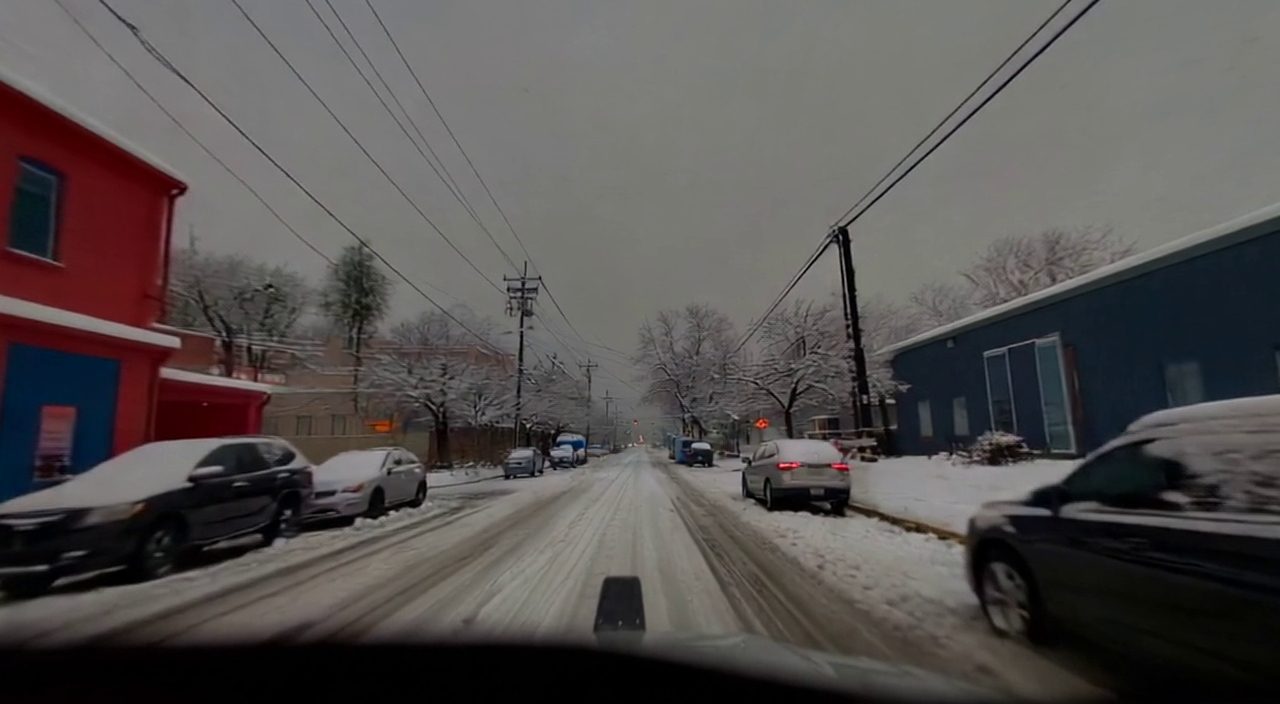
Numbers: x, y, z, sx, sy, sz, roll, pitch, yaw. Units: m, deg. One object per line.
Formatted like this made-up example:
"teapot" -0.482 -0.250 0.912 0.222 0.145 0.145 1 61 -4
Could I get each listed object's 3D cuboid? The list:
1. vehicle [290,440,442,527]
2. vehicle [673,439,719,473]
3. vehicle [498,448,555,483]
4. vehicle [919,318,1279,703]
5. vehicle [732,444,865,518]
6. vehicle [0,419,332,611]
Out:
"vehicle" -6.289 3.033 15.059 1.906 1.623 4.057 -4 -9 -2
"vehicle" 3.352 6.364 38.788 2.313 1.937 5.092 0 -9 0
"vehicle" -5.826 5.885 32.932 1.910 1.488 3.999 -1 -6 6
"vehicle" 3.455 0.879 2.885 2.182 1.824 4.622 0 -9 -1
"vehicle" 3.571 2.993 15.289 1.942 1.476 4.739 0 -9 -1
"vehicle" -6.202 1.959 8.518 1.983 1.809 4.503 -2 -9 -2
